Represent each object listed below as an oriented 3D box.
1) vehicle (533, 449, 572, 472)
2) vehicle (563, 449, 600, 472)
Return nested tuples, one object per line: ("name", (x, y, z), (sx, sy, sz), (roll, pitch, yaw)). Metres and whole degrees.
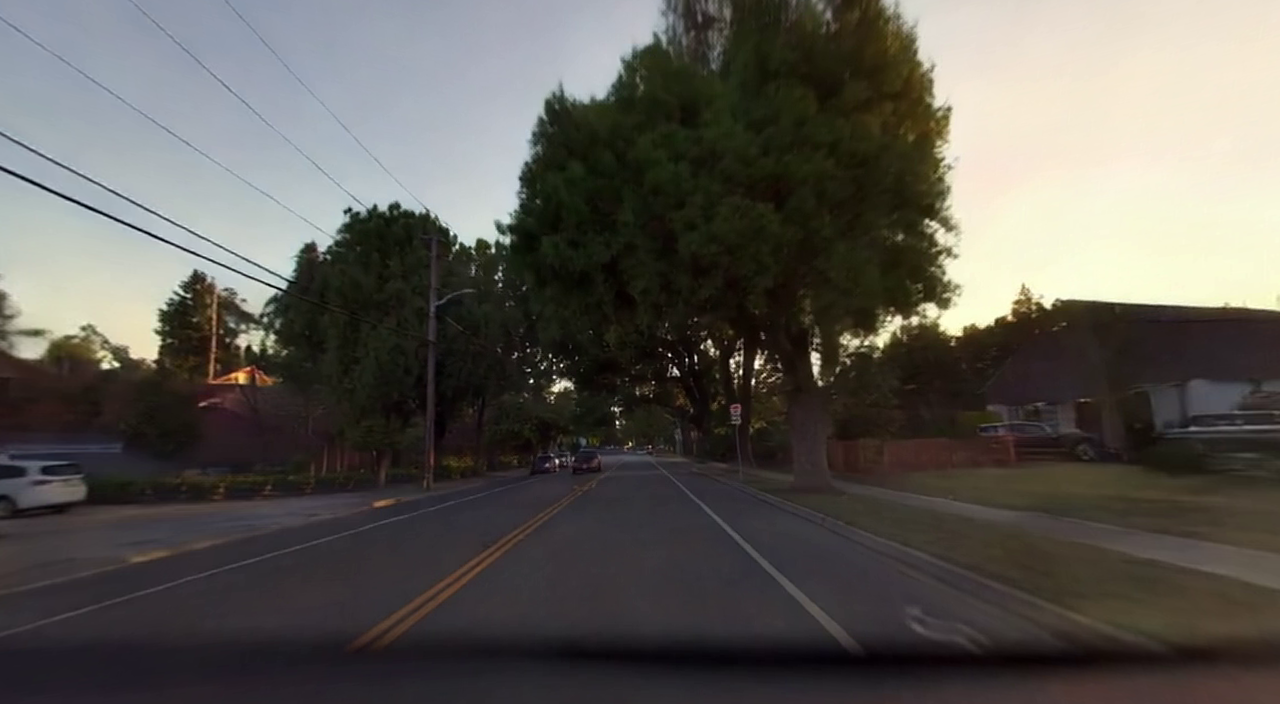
("vehicle", (-6.738, 8.448, 49.118), (2.129, 1.556, 4.778), (-4, -9, 2))
("vehicle", (-4.004, 7.555, 44.045), (2.033, 1.502, 4.240), (0, -9, 2))
